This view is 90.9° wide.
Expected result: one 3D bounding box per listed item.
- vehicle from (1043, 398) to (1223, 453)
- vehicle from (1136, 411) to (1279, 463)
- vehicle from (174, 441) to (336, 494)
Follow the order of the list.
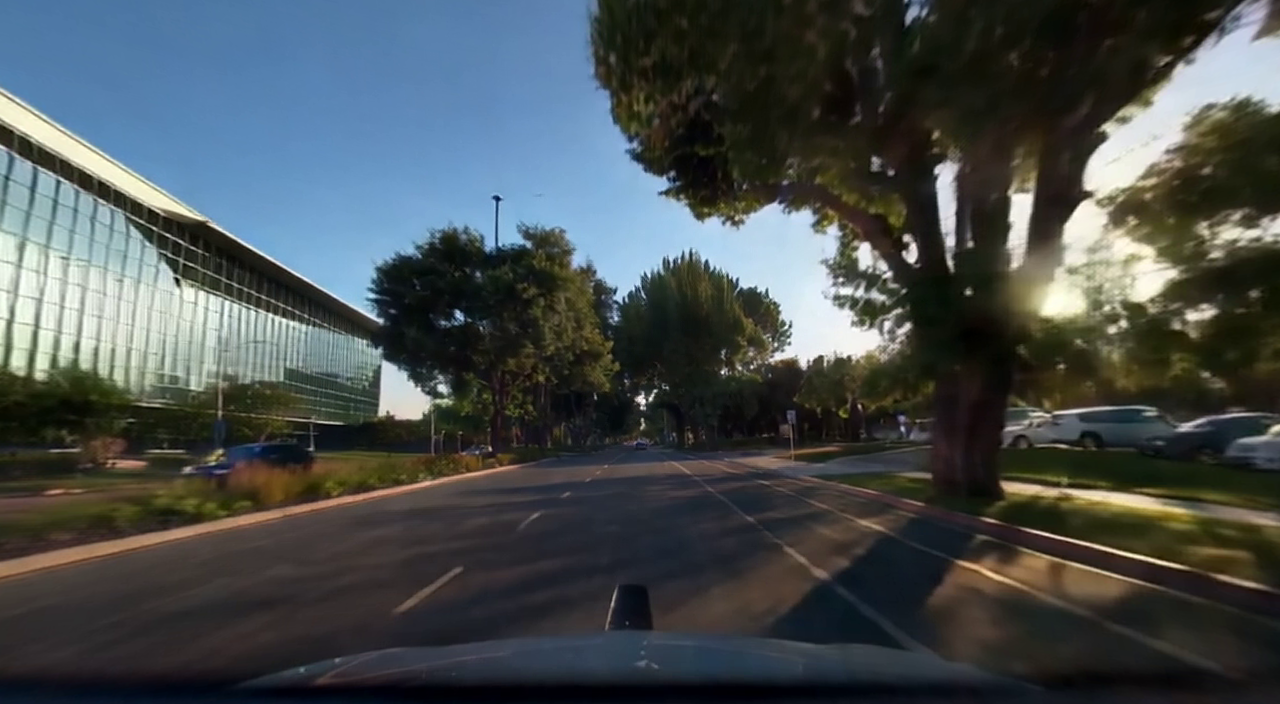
[{"bbox_3d":[15.358,2.320,19.825,3.935,1.487,2.018,-2,-7,0],"label":"vehicle"},{"bbox_3d":[16.311,2.361,17.548,3.348,1.356,1.991,0,-8,-5],"label":"vehicle"},{"bbox_3d":[-12.182,3.655,20.458,2.128,1.514,4.784,-1,-8,2],"label":"vehicle"}]
